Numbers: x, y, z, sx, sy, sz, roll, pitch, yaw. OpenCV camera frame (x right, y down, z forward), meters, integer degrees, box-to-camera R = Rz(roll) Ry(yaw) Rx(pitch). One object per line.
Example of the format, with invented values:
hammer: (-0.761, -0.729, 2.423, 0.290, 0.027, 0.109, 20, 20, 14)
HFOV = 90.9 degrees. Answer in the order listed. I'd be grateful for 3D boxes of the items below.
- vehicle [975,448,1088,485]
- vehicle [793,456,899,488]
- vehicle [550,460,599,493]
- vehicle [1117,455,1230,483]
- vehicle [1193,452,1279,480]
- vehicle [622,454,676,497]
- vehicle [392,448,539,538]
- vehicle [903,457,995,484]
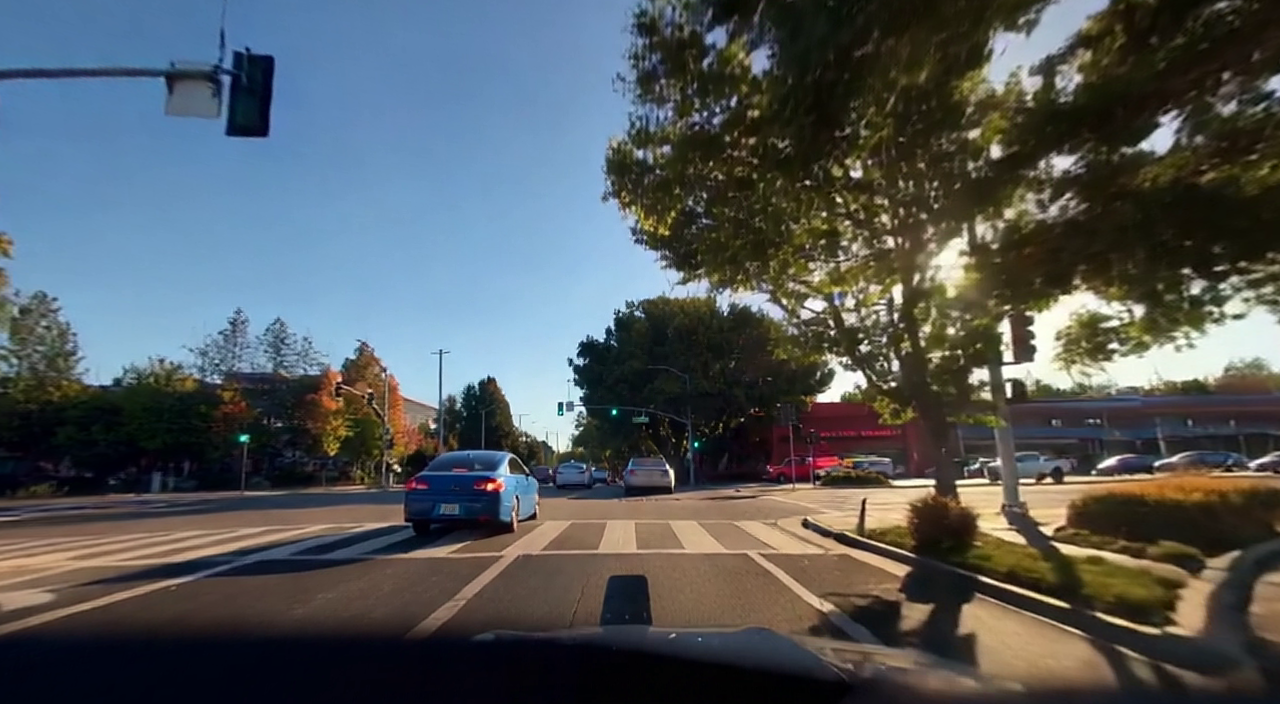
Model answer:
vehicle: (21.105, 6.207, 34.167, 4.585, 1.681, 2.140, -3, -10, 0)
vehicle: (11.039, 6.492, 34.049, 4.875, 1.473, 2.077, -2, -12, -1)
vehicle: (-3.326, 6.442, 32.853, 2.013, 1.474, 4.393, 0, -8, 1)
vehicle: (29.016, 6.350, 34.364, 4.365, 1.448, 1.928, 0, -9, 1)
vehicle: (39.960, 7.557, 41.856, 4.580, 1.807, 1.967, 0, -9, -3)
vehicle: (0.376, 5.289, 27.369, 2.163, 1.678, 3.846, 0, -8, 1)
vehicle: (-3.330, 2.740, 12.798, 1.960, 1.528, 3.490, 0, -8, 0)
vehicle: (18.545, 7.122, 37.991, 4.478, 1.495, 2.063, 0, -9, 0)
